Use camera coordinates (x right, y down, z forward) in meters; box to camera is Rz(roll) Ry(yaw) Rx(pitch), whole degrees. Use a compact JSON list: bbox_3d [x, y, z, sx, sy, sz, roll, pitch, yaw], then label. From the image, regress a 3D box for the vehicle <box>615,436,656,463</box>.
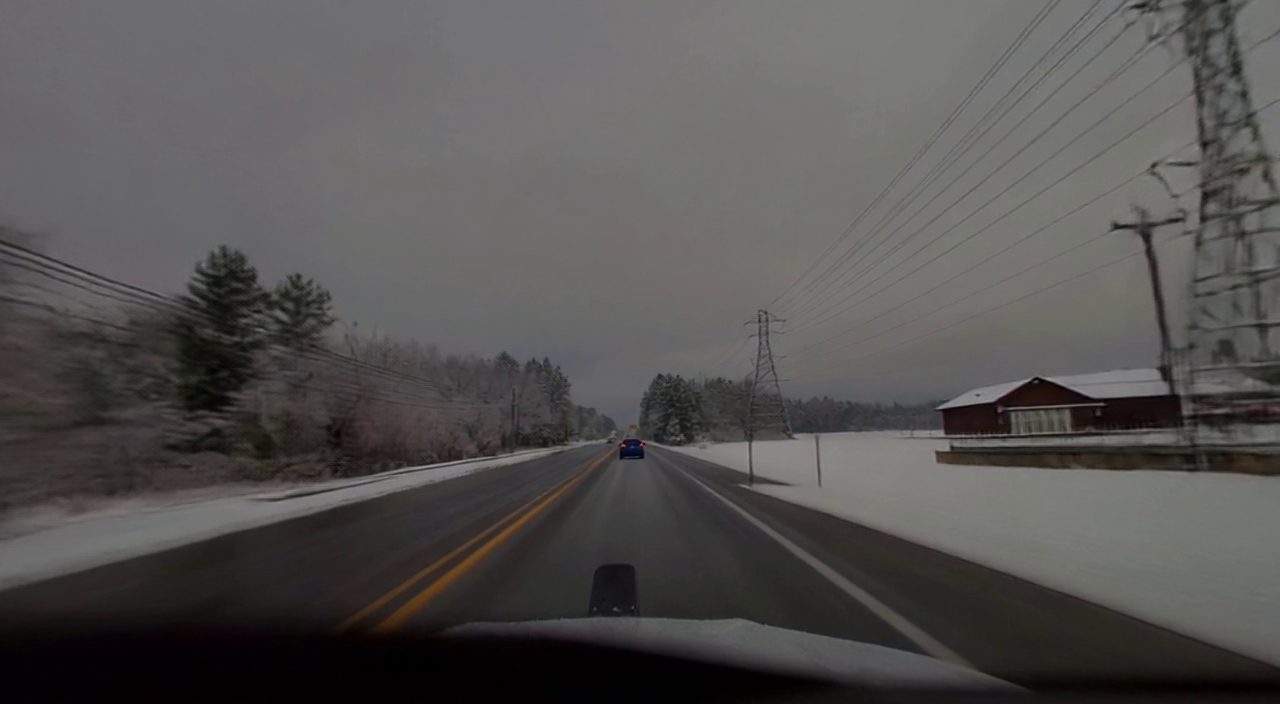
[{"bbox_3d":[-0.255,5.587,36.380,2.241,1.471,3.829,0,-8,-1],"label":"vehicle"}]
